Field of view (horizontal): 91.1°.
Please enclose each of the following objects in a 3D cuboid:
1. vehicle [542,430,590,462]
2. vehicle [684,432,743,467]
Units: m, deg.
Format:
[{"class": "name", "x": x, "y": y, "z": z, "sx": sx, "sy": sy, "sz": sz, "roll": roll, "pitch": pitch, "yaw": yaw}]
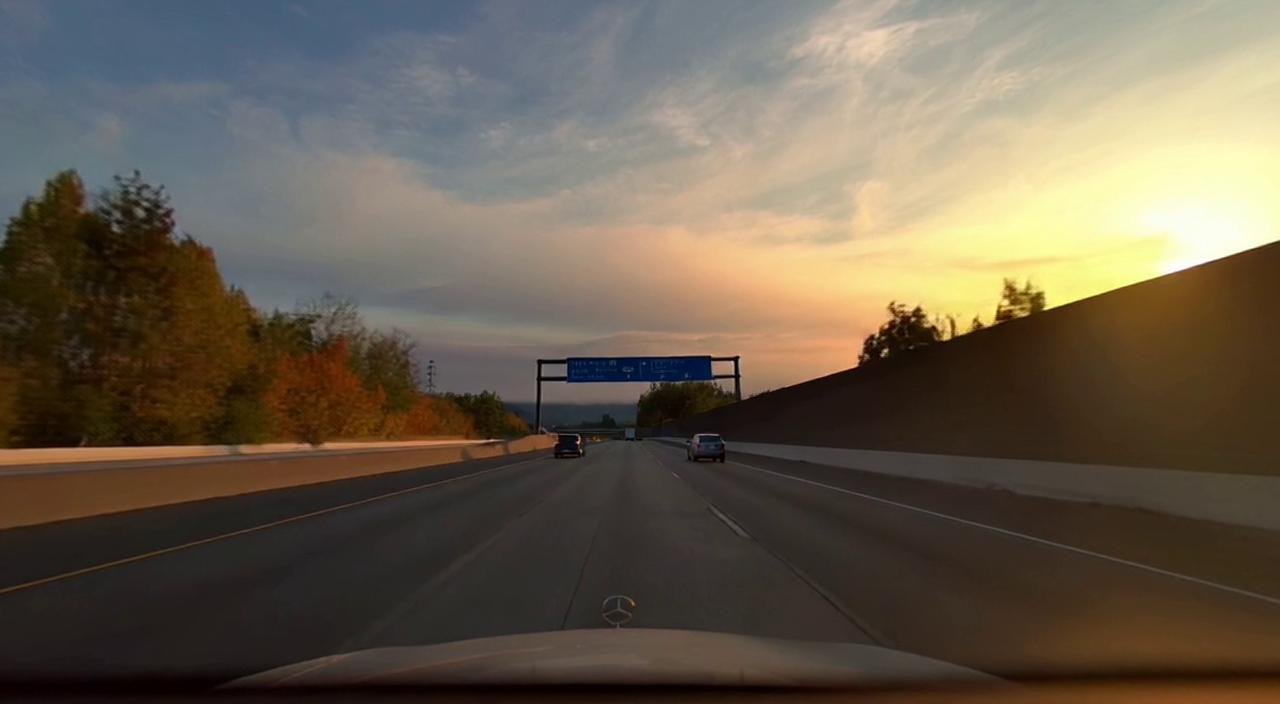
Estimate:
[{"class": "vehicle", "x": -4.092, "y": 5.251, "z": 35.262, "sx": 2.219, "sy": 1.660, "sz": 4.153, "roll": 0, "pitch": -8, "yaw": -1}, {"class": "vehicle", "x": 3.354, "y": 4.529, "z": 29.530, "sx": 2.077, "sy": 1.523, "sz": 4.539, "roll": 0, "pitch": -8, "yaw": -2}]
